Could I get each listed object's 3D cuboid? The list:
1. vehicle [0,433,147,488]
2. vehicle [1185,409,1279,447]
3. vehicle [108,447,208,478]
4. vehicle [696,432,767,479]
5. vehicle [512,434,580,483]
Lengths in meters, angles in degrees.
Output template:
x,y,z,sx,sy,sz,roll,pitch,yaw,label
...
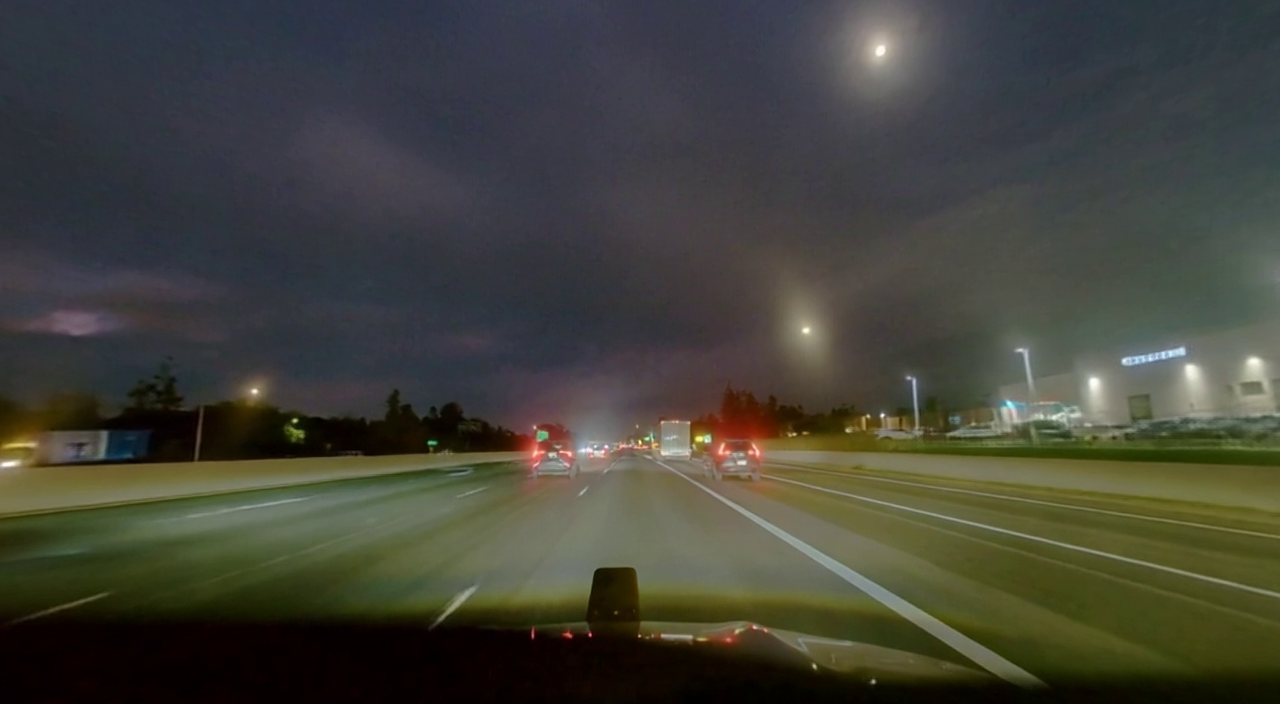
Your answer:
x,y,z,sx,sy,sz,roll,pitch,yaw,label
-18.571,3.452,20.421,1.854,1.562,4.280,0,-8,-1,vehicle
30.142,3.751,31.080,4.515,1.764,2.275,0,-8,-2,vehicle
-25.308,5.781,33.408,1.793,1.503,4.509,0,-8,-1,vehicle
3.766,4.356,26.817,2.198,1.807,4.530,0,-8,-2,vehicle
-3.613,4.204,25.171,1.987,1.765,4.508,0,-8,0,vehicle
